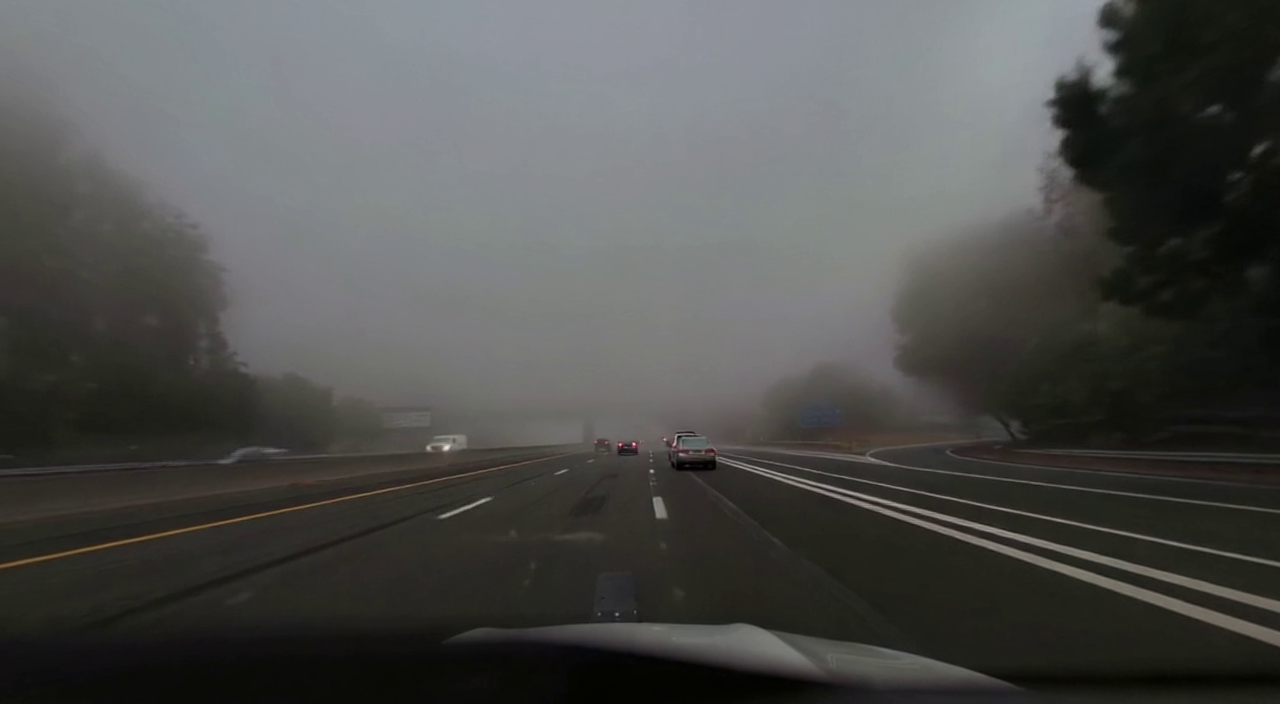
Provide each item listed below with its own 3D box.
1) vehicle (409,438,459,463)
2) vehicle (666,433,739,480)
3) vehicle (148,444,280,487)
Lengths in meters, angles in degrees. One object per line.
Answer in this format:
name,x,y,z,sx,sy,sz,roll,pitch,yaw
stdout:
vehicle,-13.582,6.497,41.830,1.861,1.490,4.157,0,-8,1
vehicle,2.330,4.041,24.897,2.240,1.646,4.949,1,-8,-1
vehicle,-16.753,4.444,25.104,1.986,1.496,4.593,0,-8,1
